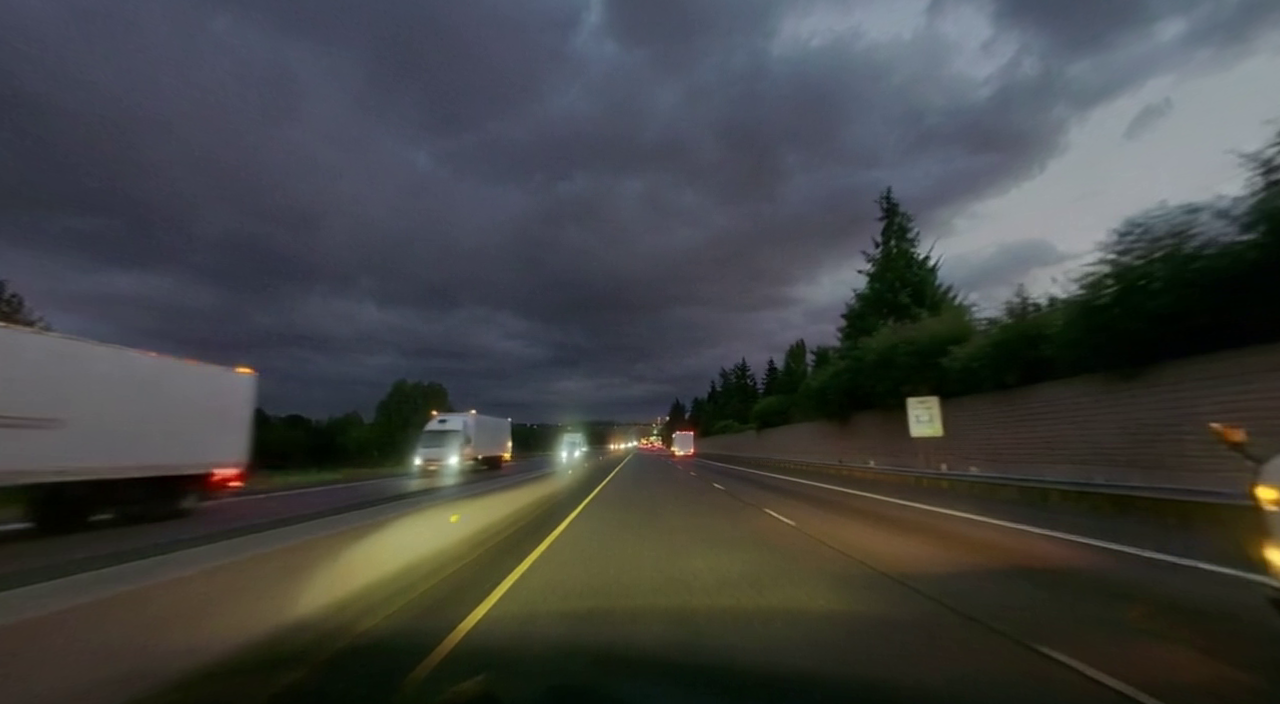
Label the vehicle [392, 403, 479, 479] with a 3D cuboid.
[{"bbox_3d":[-12.680,5.651,39.660,3.294,4.337,6.316,0,-9,0],"label":"vehicle"}]

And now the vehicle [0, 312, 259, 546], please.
[{"bbox_3d":[-12.791,1.437,11.508,2.885,4.101,14.066,0,-9,0],"label":"vehicle"}]
